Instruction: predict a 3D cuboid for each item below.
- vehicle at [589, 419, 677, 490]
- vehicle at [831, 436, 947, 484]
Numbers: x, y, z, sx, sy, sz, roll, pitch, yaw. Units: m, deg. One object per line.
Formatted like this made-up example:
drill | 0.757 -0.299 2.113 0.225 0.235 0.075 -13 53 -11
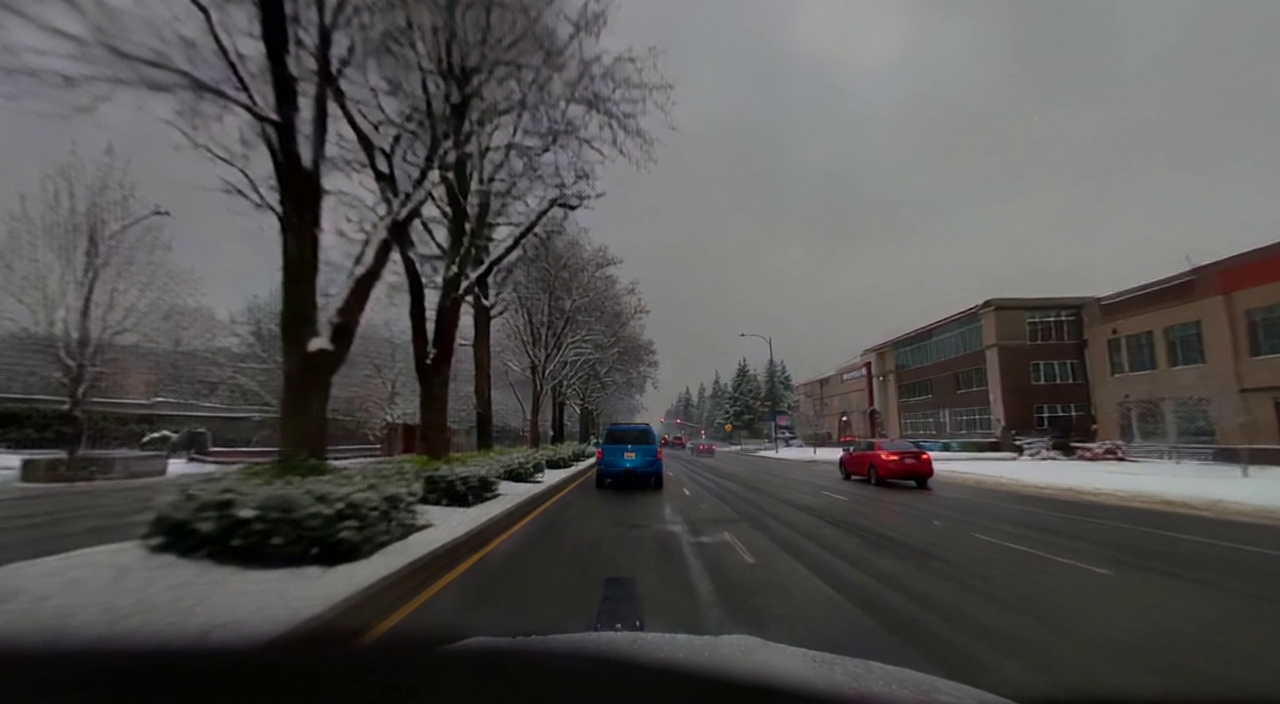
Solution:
vehicle | -0.212 2.967 18.492 2.277 1.816 4.192 0 -9 -1
vehicle | 8.257 3.618 21.468 2.002 1.456 4.631 0 -9 -1
